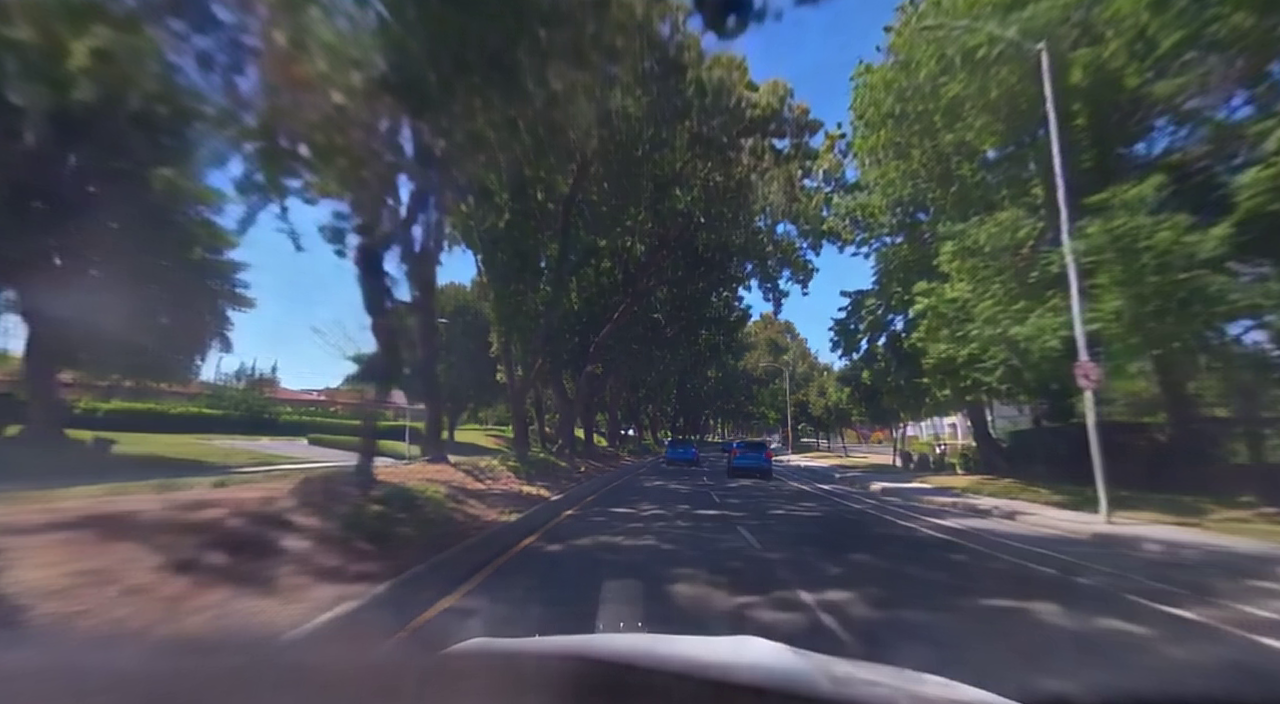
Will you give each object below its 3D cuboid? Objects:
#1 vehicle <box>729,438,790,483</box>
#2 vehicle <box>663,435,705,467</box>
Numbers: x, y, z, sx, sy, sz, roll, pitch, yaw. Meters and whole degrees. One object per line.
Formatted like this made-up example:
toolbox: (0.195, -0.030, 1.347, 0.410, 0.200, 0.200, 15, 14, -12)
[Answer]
vehicle: (4.801, 4.384, 25.762, 1.971, 1.663, 4.287, -1, -8, 5)
vehicle: (2.728, 5.974, 38.010, 2.251, 1.822, 4.391, -1, -8, 8)
